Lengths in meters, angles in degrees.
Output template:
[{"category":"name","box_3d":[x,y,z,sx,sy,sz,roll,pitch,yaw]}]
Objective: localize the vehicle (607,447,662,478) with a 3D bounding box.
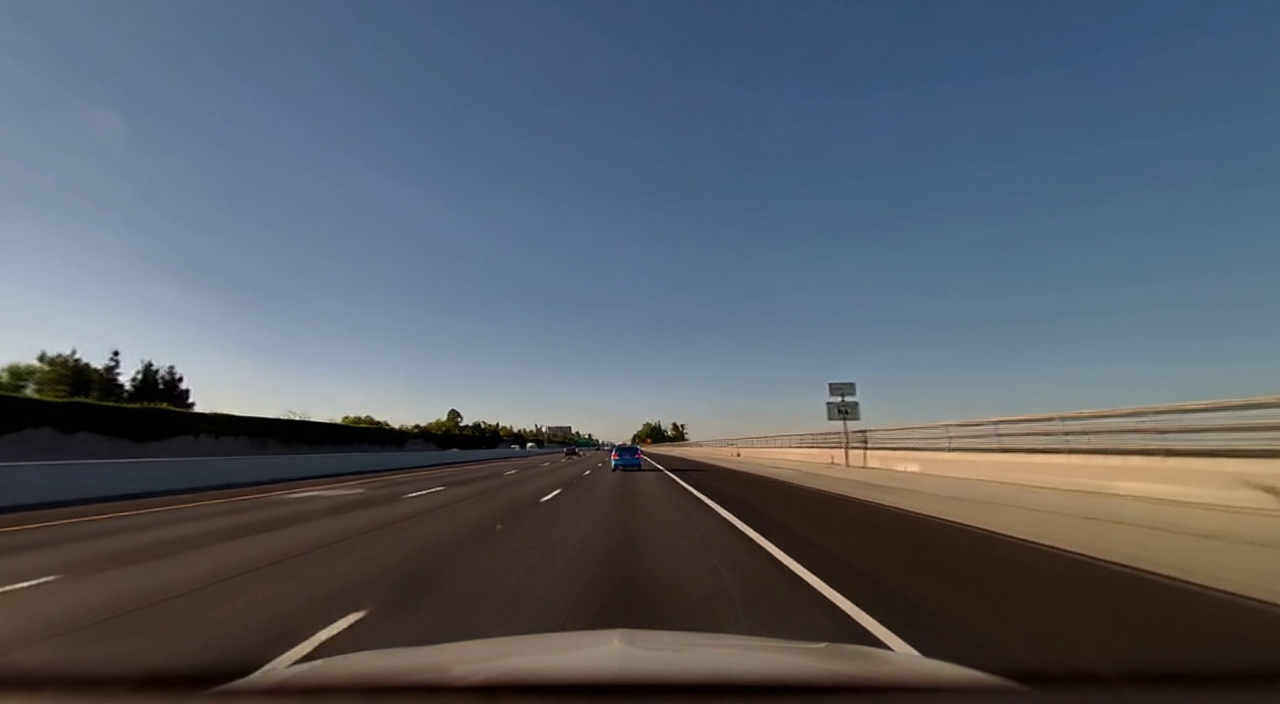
[{"category":"vehicle","box_3d":[-0.347,5.307,30.568,2.398,1.336,5.698,0,-9,-2]}]
